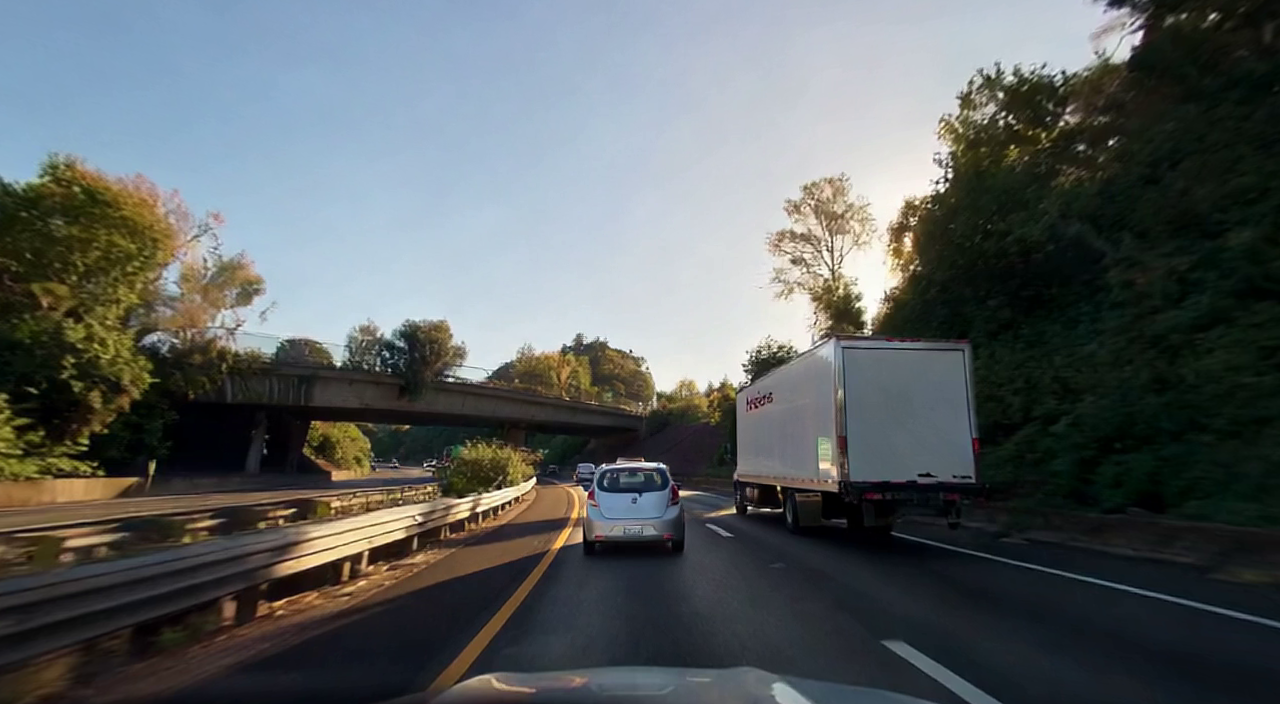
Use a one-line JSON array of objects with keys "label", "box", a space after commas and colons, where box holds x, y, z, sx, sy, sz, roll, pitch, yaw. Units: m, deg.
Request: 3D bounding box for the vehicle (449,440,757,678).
[{"label": "vehicle", "box": [-0.247, 1.665, 5.861, 1.980, 1.493, 3.410, 1, -11, 0]}]

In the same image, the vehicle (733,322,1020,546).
[{"label": "vehicle", "box": [5.005, 2.437, 16.818, 2.936, 3.972, 11.144, 1, -11, -2]}]
